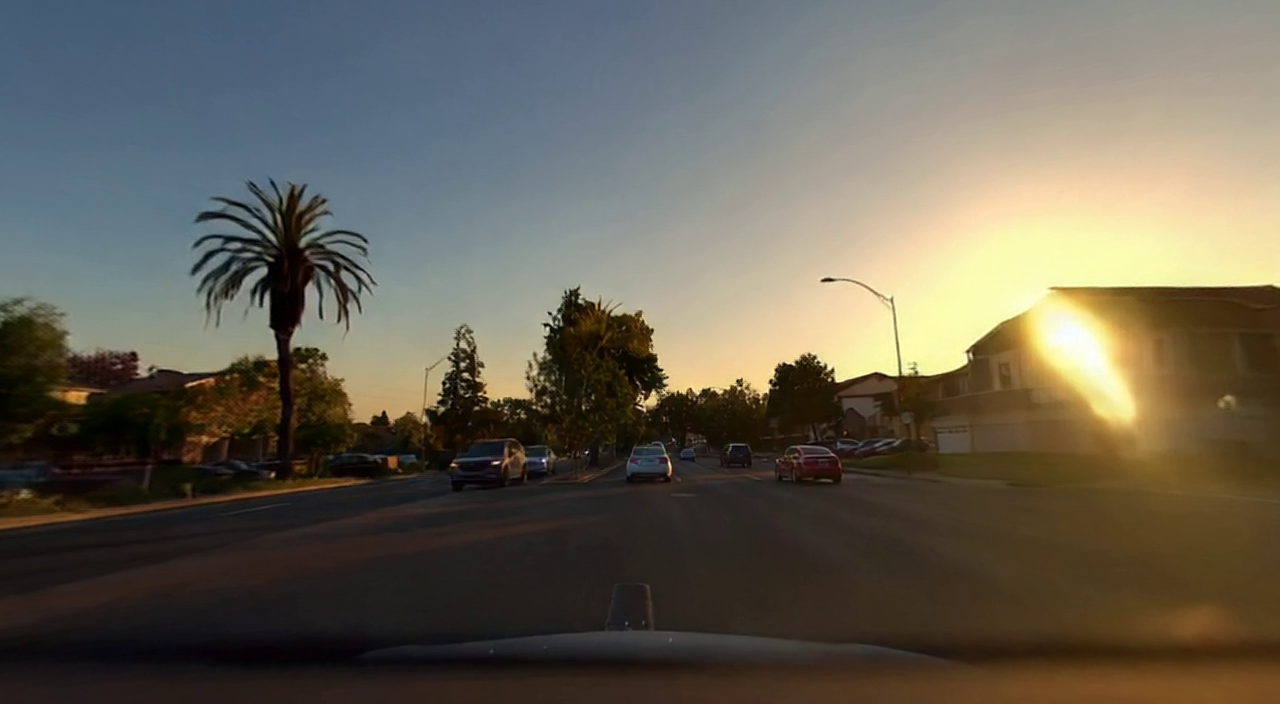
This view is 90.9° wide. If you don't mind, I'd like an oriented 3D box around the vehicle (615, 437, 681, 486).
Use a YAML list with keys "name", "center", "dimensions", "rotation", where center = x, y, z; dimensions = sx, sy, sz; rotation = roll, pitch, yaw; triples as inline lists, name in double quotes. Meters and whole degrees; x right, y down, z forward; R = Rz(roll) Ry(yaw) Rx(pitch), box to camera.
- name: "vehicle"
  center: [0.234, 4.125, 24.086]
  dimensions: [2.289, 1.679, 4.180]
  rotation: [0, -9, -1]

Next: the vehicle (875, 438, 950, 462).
- name: "vehicle"
  center: [19.049, 6.847, 44.202]
  dimensions: [4.368, 1.499, 1.828]
  rotation: [-2, -8, 2]

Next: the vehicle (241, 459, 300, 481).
- name: "vehicle"
  center: [-26.563, 8.466, 45.485]
  dimensions: [1.726, 1.442, 4.081]
  rotation: [0, -9, 1]

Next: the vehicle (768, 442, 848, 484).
- name: "vehicle"
  center: [6.411, 4.269, 24.528]
  dimensions: [1.897, 1.477, 4.360]
  rotation: [0, -9, 0]

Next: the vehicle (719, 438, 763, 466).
- name: "vehicle"
  center: [7.516, 7.506, 47.475]
  dimensions: [2.436, 2.010, 5.595]
  rotation: [0, -9, 0]

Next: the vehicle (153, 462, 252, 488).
- name: "vehicle"
  center: [-26.394, 7.411, 38.132]
  dimensions: [4.548, 1.441, 1.946]
  rotation: [0, -8, 2]

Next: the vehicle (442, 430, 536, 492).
- name: "vehicle"
  center: [-5.213, 3.822, 22.488]
  dimensions: [2.193, 1.967, 4.600]
  rotation: [0, -9, 0]
